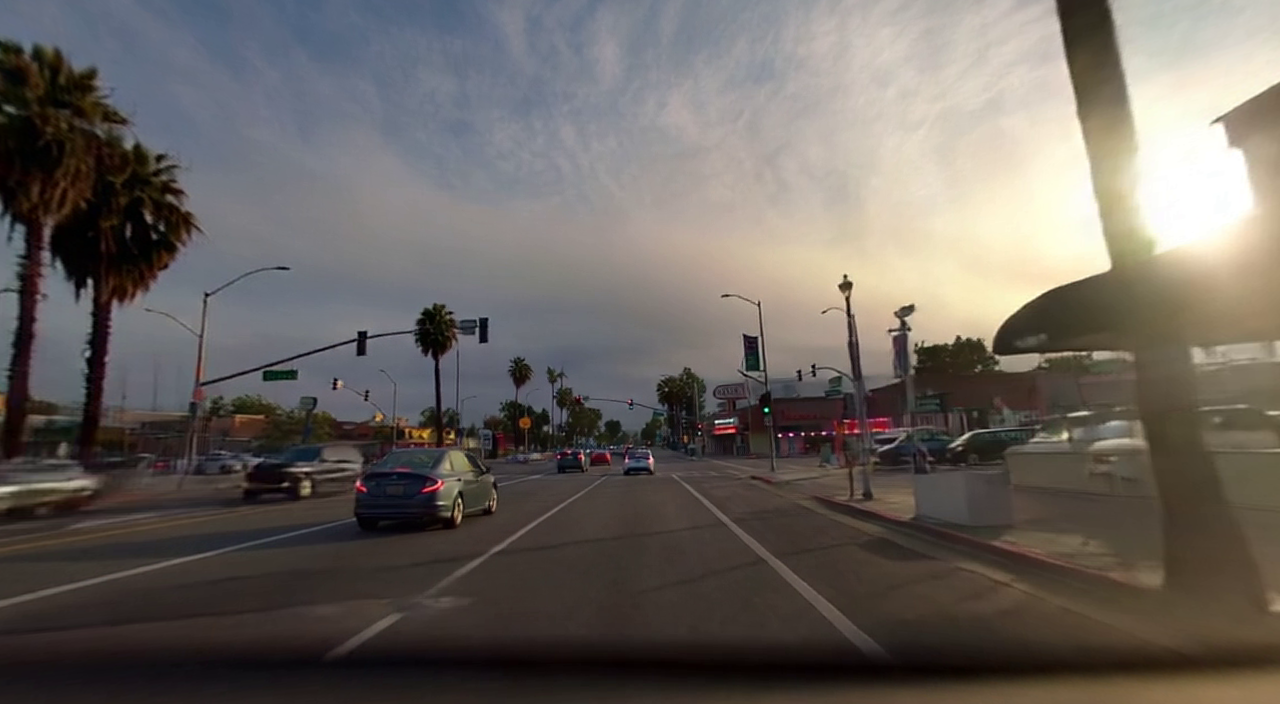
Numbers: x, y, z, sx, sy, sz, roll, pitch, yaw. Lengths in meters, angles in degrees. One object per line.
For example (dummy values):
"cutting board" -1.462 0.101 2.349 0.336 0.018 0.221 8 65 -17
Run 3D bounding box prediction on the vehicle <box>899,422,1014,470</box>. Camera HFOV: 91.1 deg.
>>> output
"vehicle" 13.784 4.157 27.877 2.345 1.886 5.809 -1 -8 3

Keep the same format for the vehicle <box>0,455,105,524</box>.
"vehicle" -15.626 3.240 14.832 1.946 1.514 4.498 0 -8 0

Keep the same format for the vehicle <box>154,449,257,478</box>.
"vehicle" -30.910 7.921 44.762 5.616 1.927 2.324 -1 -8 2

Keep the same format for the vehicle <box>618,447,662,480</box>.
"vehicle" 0.036 5.566 31.664 2.094 1.496 4.070 0 -8 1

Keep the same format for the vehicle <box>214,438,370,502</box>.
"vehicle" -11.775 3.998 21.869 2.286 1.922 5.328 0 -8 1

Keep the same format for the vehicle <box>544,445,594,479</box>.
"vehicle" -3.592 5.658 32.506 1.979 1.634 3.957 -1 -8 2

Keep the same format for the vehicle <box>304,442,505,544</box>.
"vehicle" -4.021 2.449 11.675 1.904 1.513 4.410 -1 -8 2

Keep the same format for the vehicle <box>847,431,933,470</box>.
"vehicle" 11.107 4.415 28.254 1.982 1.623 4.211 0 -8 -2

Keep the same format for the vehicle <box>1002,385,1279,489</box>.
"vehicle" 11.064 2.058 14.648 2.111 1.875 5.301 -3 -10 1
